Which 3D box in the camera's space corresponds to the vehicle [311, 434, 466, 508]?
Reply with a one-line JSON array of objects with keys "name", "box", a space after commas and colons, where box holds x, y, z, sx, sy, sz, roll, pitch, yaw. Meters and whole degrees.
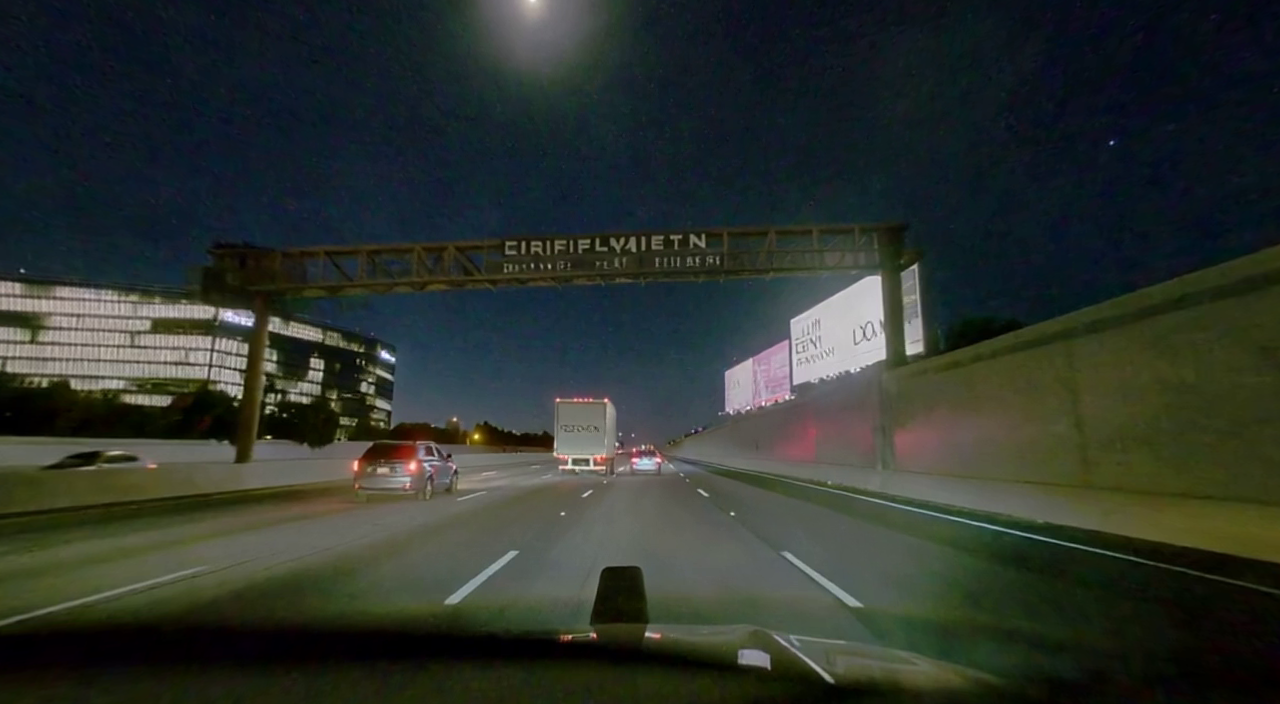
[{"name": "vehicle", "box": [-6.380, 3.073, 16.687, 2.124, 1.674, 4.541, 0, -9, 1]}]

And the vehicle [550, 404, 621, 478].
[{"name": "vehicle", "box": [-2.713, 4.874, 34.064, 2.794, 3.460, 8.595, 0, -9, 2]}]

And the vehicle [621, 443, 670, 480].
[{"name": "vehicle", "box": [0.256, 5.151, 29.855, 2.168, 1.597, 3.615, 0, -9, 1]}]

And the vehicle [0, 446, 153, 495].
[{"name": "vehicle", "box": [-19.258, 3.936, 21.359, 1.893, 1.454, 4.479, 0, -9, 0]}]
